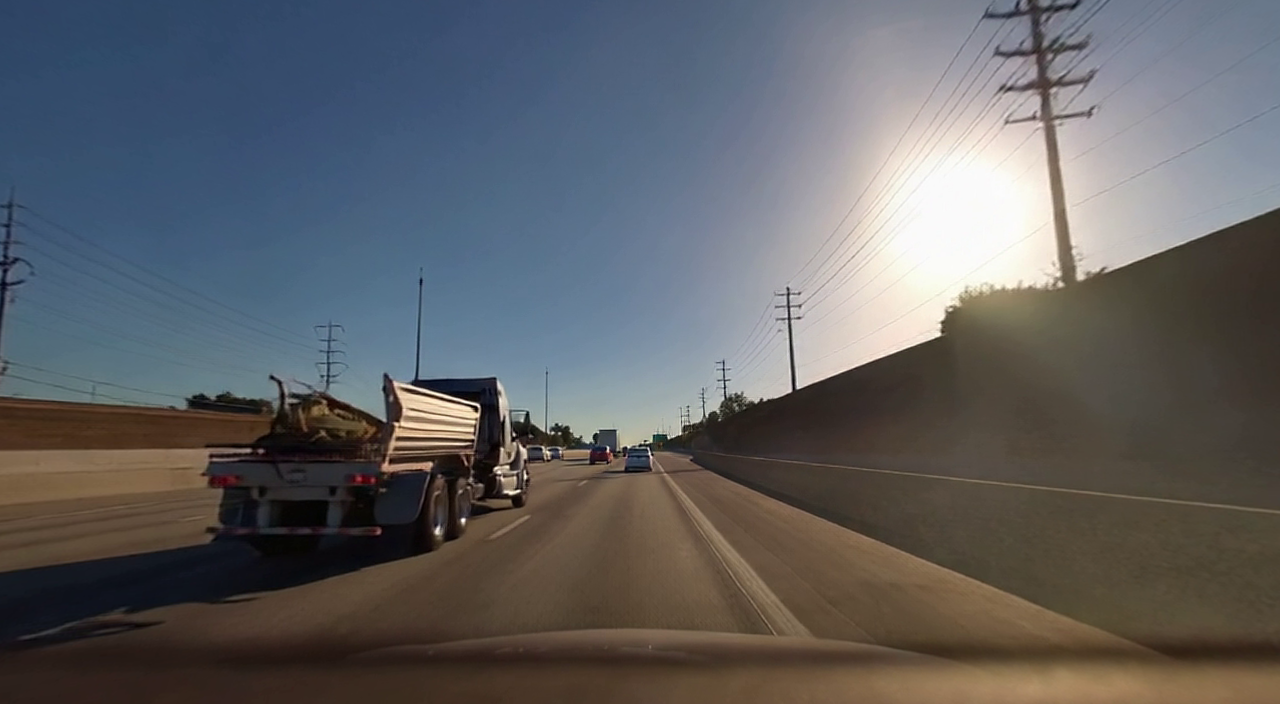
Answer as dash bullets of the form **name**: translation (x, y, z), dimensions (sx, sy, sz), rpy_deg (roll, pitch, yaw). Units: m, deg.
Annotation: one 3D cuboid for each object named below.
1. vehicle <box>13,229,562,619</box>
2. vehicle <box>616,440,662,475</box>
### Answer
- **vehicle**: translation (-3.453, 1.220, 9.814), dimensions (3.023, 3.246, 9.102), rpy_deg (-1, -9, 2)
- **vehicle**: translation (-0.049, 5.308, 31.851), dimensions (2.178, 1.640, 4.071), rpy_deg (0, -9, 0)
